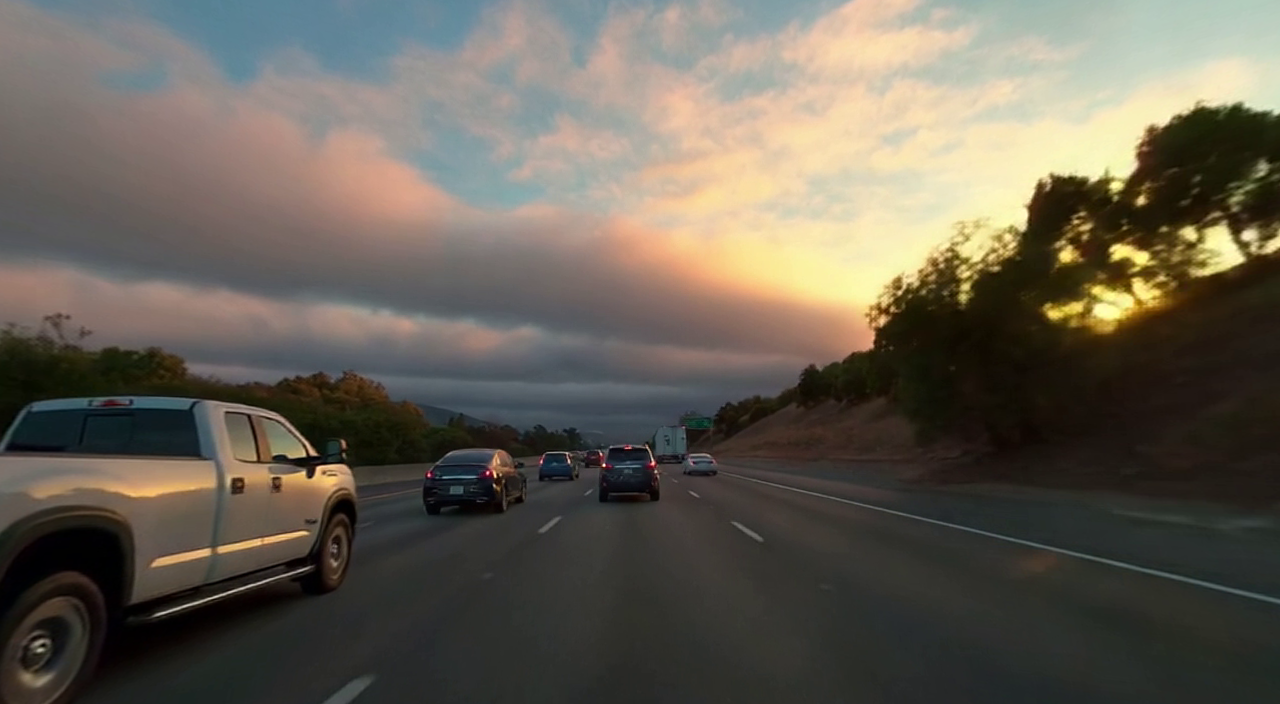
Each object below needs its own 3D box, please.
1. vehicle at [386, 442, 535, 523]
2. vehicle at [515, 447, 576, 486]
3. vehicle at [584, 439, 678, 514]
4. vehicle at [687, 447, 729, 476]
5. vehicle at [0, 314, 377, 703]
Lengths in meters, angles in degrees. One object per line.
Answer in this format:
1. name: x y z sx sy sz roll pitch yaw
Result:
1. vehicle: -3.730 2.792 14.044 1.988 1.501 4.438 0 -9 0
2. vehicle: -3.949 4.853 27.026 1.999 1.484 4.269 0 -9 -1
3. vehicle: -0.204 2.931 15.228 1.996 1.574 3.426 0 -9 0
4. vehicle: 3.756 6.101 35.410 1.858 1.537 3.838 0 -9 -1
5. vehicle: -3.897 1.003 4.076 2.243 1.889 4.949 0 -9 0
